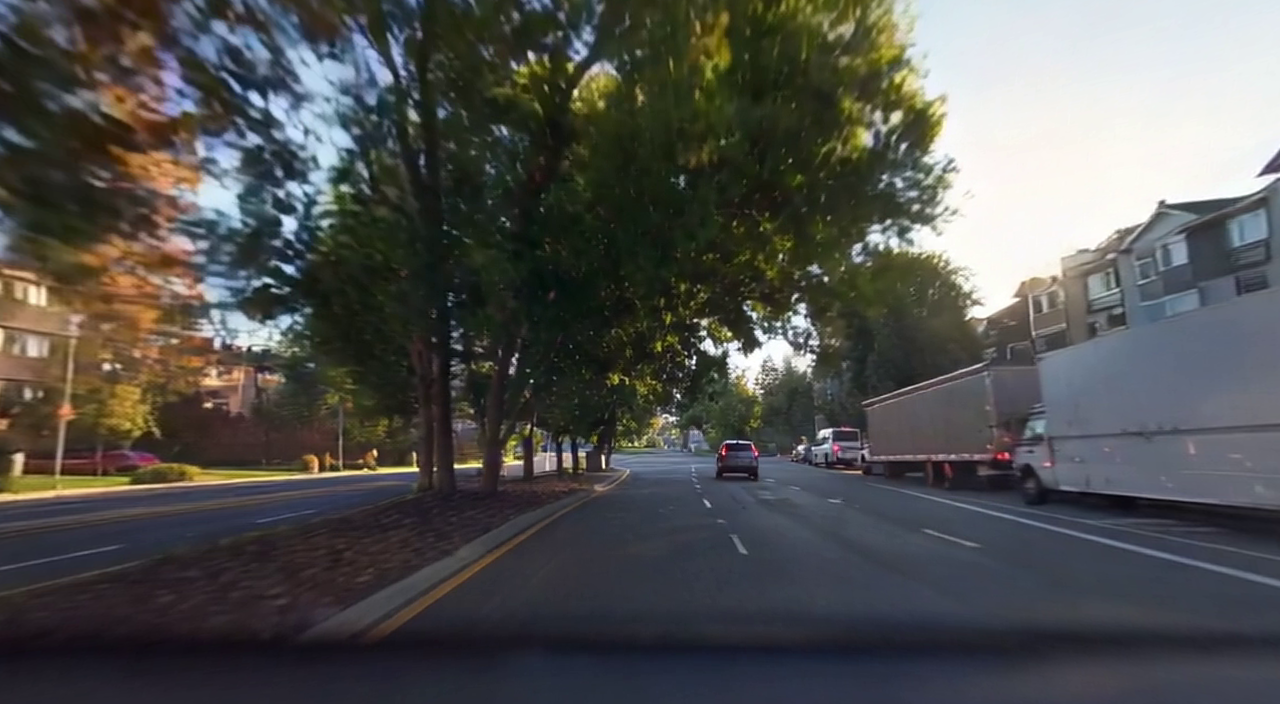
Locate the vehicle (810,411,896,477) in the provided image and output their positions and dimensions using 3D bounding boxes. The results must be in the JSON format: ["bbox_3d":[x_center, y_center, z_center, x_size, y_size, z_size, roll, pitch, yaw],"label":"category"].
[{"bbox_3d":[11.852,5.222,35.919,2.893,3.309,7.300,0,-9,5],"label":"vehicle"}]

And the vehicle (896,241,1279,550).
[{"bbox_3d":[10.355,1.324,13.446,2.887,4.158,18.418,-1,-9,2],"label":"vehicle"}]

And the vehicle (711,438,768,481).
[{"bbox_3d":[4.542,4.979,29.572,2.215,1.812,4.569,-1,-9,4],"label":"vehicle"}]
